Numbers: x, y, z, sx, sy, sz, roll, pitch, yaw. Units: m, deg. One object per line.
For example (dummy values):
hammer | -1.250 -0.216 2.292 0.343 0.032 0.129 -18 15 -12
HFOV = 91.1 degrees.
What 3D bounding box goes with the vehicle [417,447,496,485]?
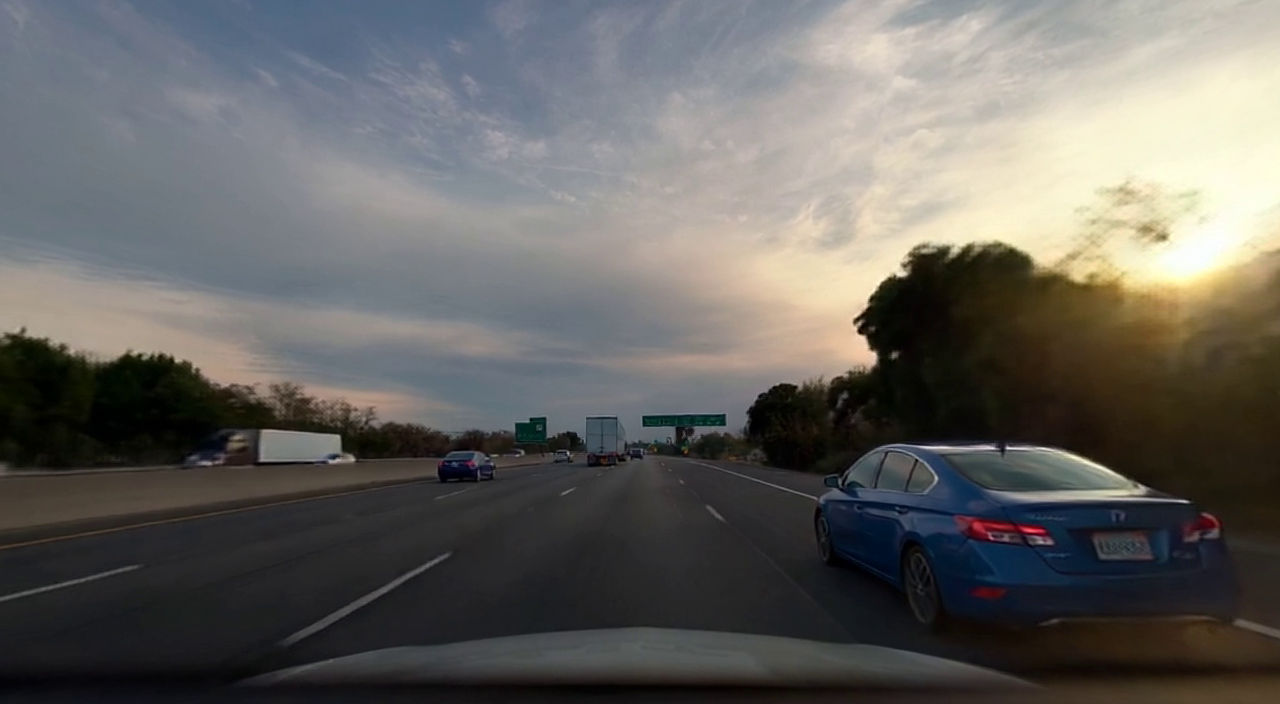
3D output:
vehicle | -7.717 4.812 26.924 1.901 1.467 4.629 0 -8 1
